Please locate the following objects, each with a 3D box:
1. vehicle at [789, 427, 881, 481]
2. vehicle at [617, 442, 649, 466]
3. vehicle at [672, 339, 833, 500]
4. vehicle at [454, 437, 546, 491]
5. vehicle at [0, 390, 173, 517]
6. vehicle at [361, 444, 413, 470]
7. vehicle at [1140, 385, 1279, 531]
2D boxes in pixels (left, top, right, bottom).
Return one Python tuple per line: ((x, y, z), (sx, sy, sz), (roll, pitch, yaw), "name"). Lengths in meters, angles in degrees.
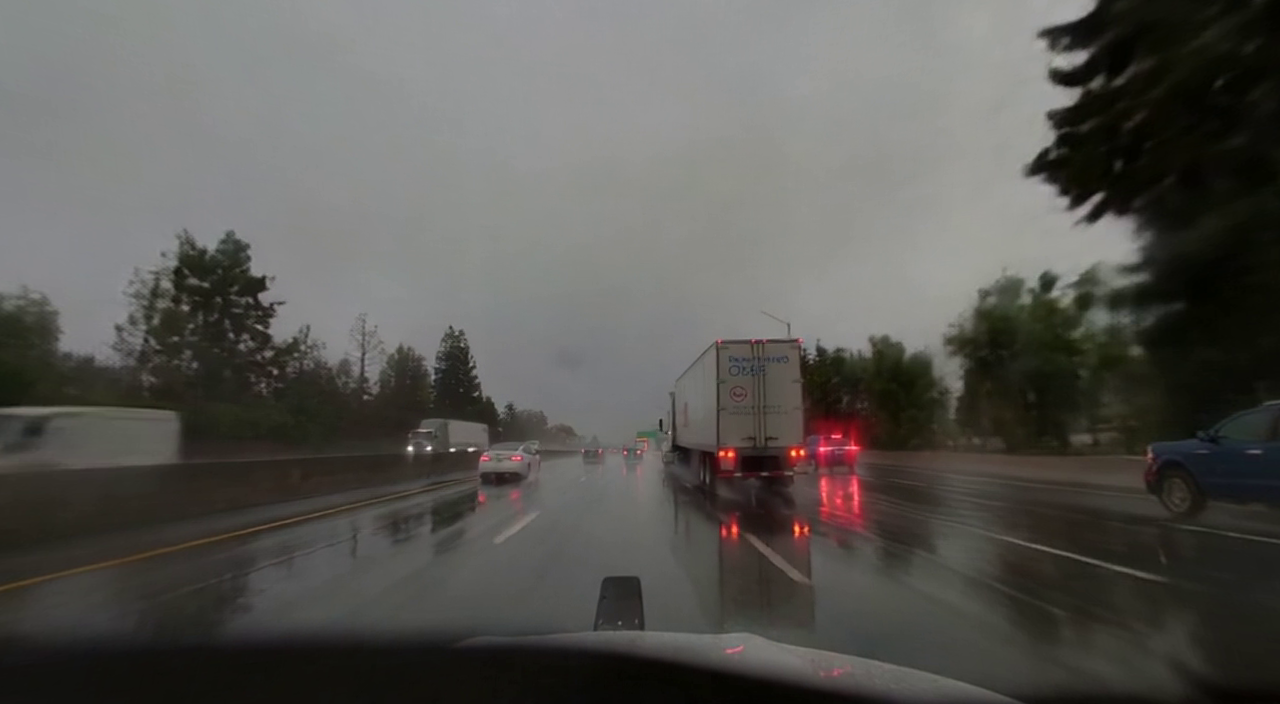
((7.539, 3.978, 24.864), (2.079, 1.938, 4.630), (0, -8, -1), "vehicle")
((-0.411, 6.750, 41.882), (2.047, 1.485, 3.938), (0, -8, 1), "vehicle")
((3.292, 2.843, 24.260), (2.907, 4.109, 16.177), (0, -8, -1), "vehicle")
((-4.292, 3.476, 19.971), (1.968, 1.507, 3.829), (0, -8, 1), "vehicle")
((-10.985, 1.602, 10.006), (2.558, 1.904, 6.041), (0, -8, -1), "vehicle")
((-15.014, 6.234, 37.550), (1.596, 1.364, 3.442), (0, -7, 2), "vehicle")
((10.706, 1.492, 8.756), (2.420, 2.141, 5.994), (0, -8, -1), "vehicle")
